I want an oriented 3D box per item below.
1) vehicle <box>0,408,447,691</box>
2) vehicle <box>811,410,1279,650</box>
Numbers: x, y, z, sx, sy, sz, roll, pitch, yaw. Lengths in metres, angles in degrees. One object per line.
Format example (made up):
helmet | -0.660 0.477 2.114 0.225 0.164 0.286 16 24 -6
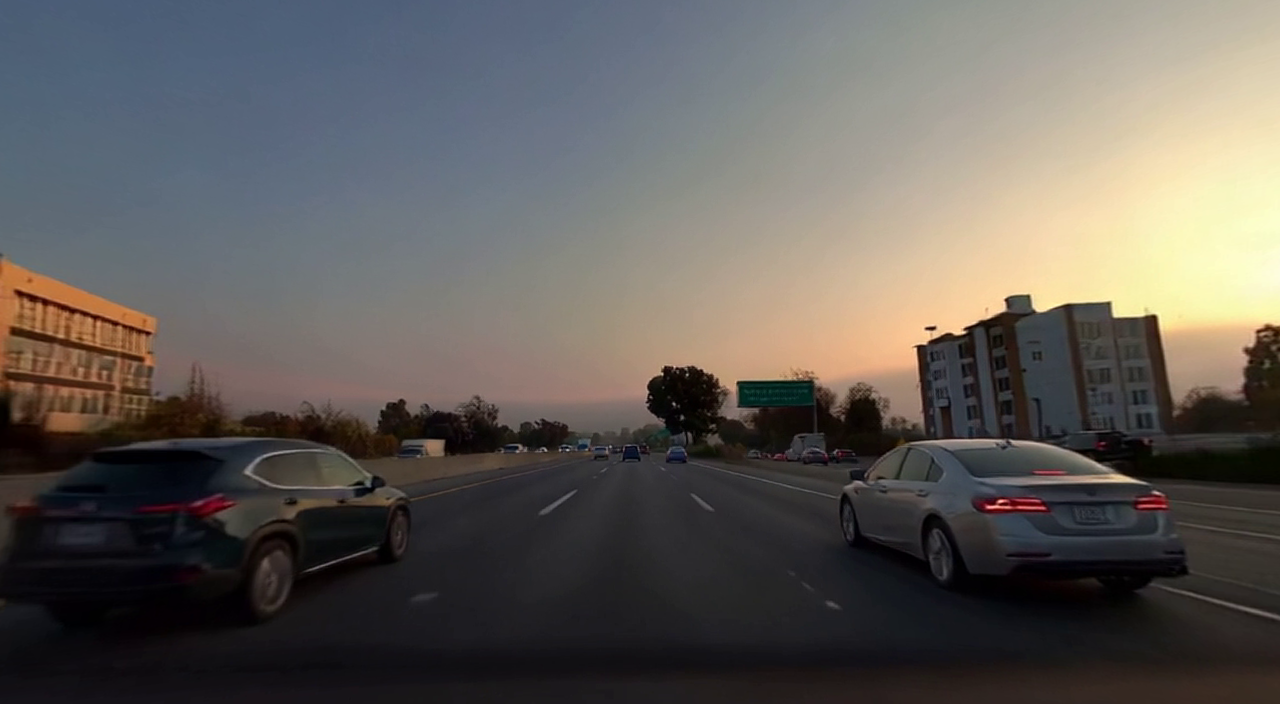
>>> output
vehicle | -3.398 1.427 5.747 1.879 1.526 4.483 0 -9 0
vehicle | 3.384 1.487 6.356 1.987 1.509 4.512 0 -9 -1
